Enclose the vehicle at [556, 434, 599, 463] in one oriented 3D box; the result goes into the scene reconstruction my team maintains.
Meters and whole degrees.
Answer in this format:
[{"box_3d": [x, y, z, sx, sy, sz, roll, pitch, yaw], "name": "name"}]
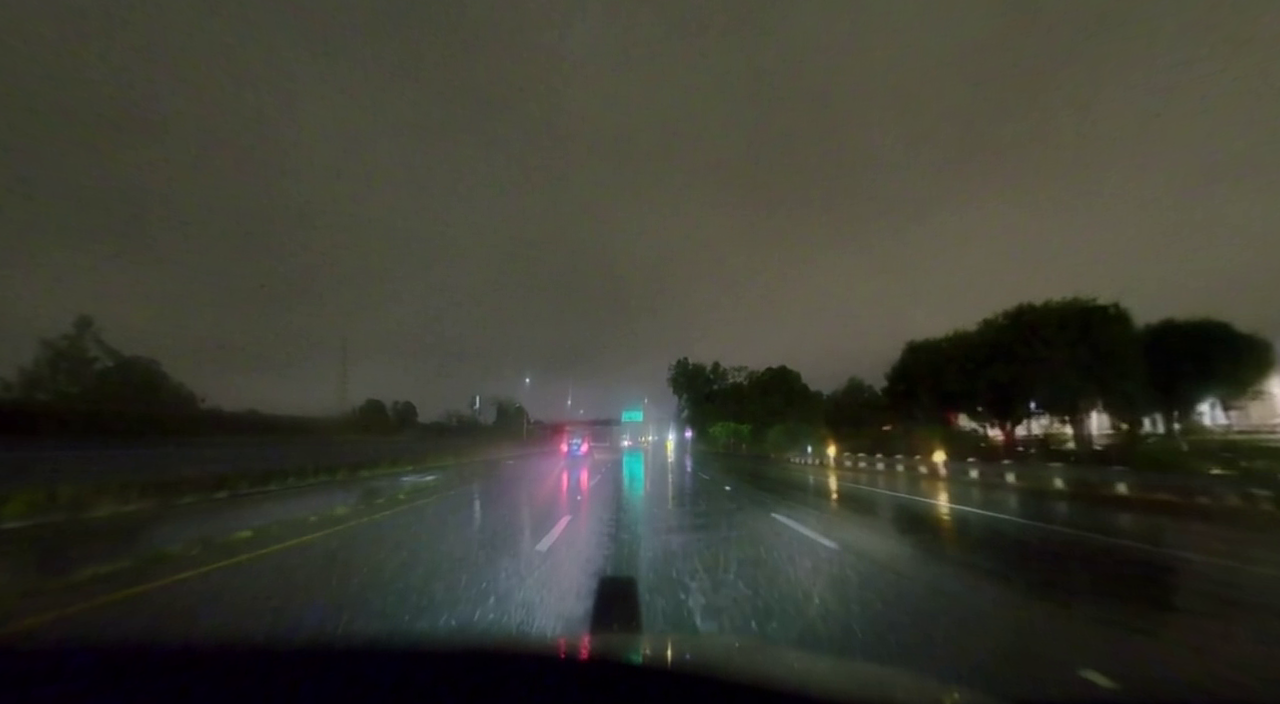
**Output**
[{"box_3d": [-3.697, 5.773, 37.819, 2.206, 1.604, 4.374, 0, -8, -1], "name": "vehicle"}]
